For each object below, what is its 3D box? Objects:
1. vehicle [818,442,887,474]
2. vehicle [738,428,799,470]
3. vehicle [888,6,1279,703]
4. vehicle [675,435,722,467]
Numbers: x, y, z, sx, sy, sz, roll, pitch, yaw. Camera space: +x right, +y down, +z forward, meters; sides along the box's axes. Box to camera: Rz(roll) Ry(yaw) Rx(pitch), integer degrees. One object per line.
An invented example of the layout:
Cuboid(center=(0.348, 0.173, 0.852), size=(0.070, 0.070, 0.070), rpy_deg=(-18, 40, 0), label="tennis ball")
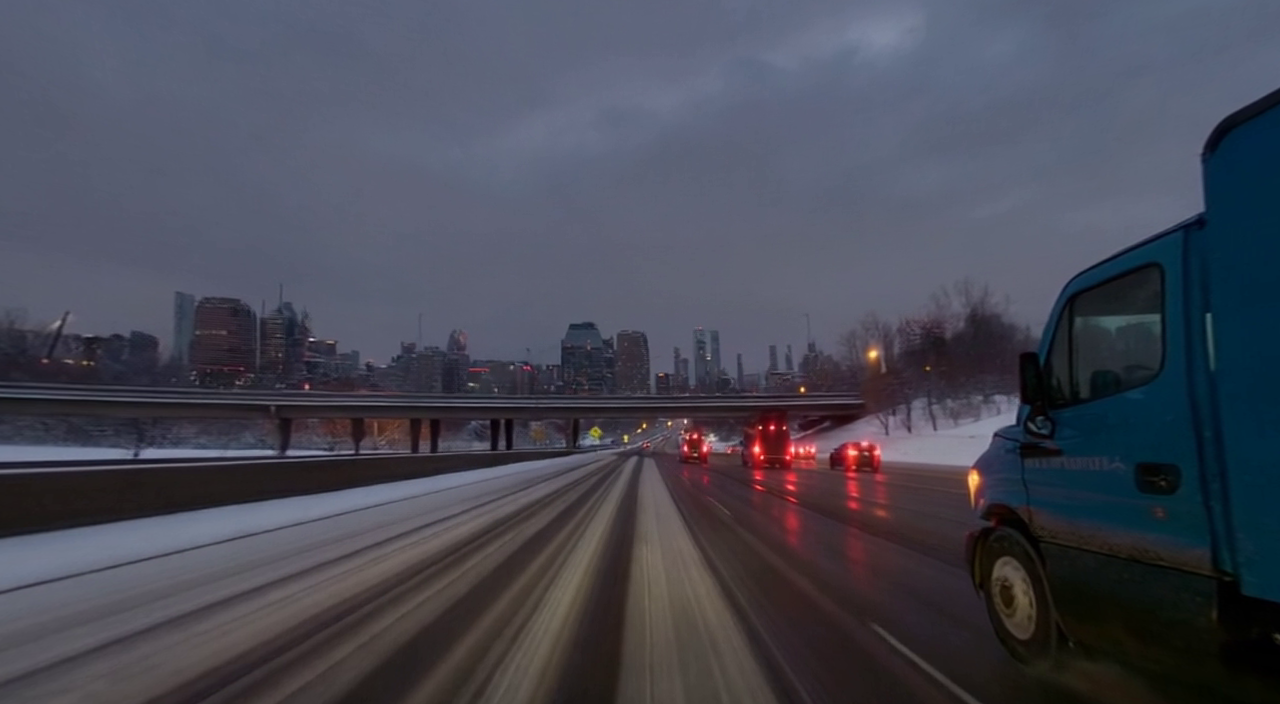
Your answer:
Cuboid(center=(10.769, 5.403, 32.357), size=(1.976, 1.474, 4.779), rpy_deg=(0, -9, 1), label="vehicle")
Cuboid(center=(7.274, 5.580, 36.289), size=(2.301, 2.203, 5.419), rpy_deg=(0, -8, -1), label="vehicle")
Cuboid(center=(3.354, 0.162, 1.604), size=(2.436, 2.745, 7.034), rpy_deg=(0, -8, -1), label="vehicle")
Cuboid(center=(3.723, 6.480, 41.422), size=(2.464, 1.961, 5.520), rpy_deg=(0, -8, -1), label="vehicle")
